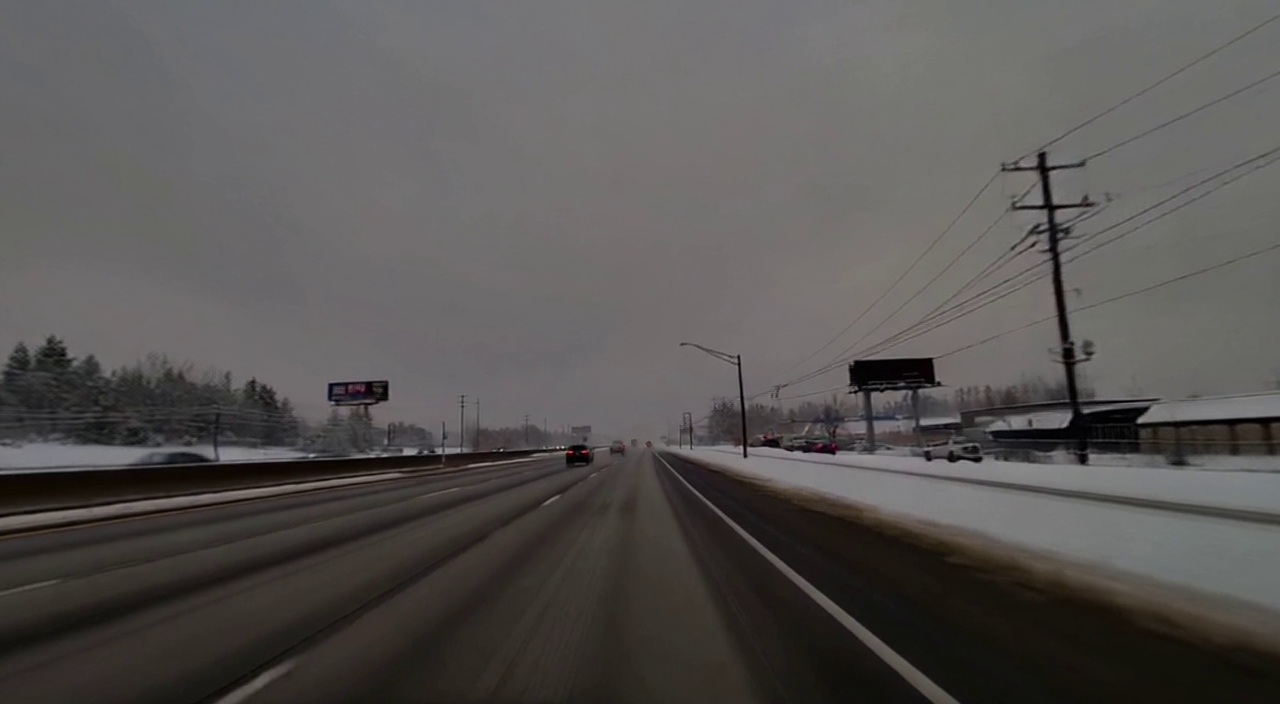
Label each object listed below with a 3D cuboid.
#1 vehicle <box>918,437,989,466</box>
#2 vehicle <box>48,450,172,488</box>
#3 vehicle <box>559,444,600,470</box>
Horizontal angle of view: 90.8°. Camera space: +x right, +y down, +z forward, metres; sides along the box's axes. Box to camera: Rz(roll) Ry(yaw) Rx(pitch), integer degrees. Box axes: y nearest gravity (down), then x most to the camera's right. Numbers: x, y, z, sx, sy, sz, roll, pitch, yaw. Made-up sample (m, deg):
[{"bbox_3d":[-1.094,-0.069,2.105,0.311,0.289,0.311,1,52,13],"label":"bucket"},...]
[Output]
[{"bbox_3d":[19.016,6.033,38.547,1.842,1.639,4.554,0,-9,-2],"label":"vehicle"},{"bbox_3d":[-25.015,5.500,30.105,1.812,1.487,4.833,-3,-8,0],"label":"vehicle"},{"bbox_3d":[-3.617,6.385,38.693,1.940,1.479,4.545,0,-9,1],"label":"vehicle"}]
